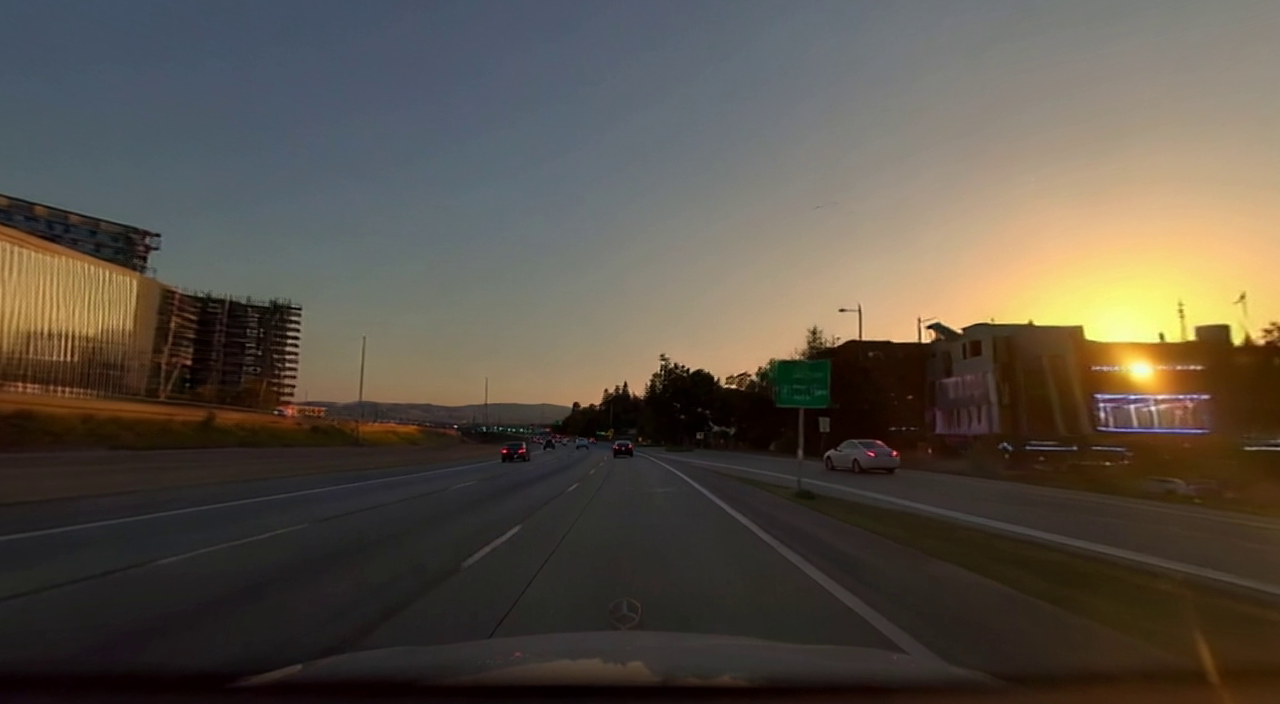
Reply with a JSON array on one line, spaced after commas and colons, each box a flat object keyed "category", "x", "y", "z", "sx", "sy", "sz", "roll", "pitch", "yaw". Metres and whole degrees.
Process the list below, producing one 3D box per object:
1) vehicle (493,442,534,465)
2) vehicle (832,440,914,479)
[{"category": "vehicle", "x": -8.527, "y": 6.880, "z": 43.051, "sx": 2.009, "sy": 1.454, "sz": 4.250, "roll": 0, "pitch": -9, "yaw": -1}, {"category": "vehicle", "x": 11.414, "y": 5.270, "z": 31.300, "sx": 2.023, "sy": 1.782, "sz": 4.193, "roll": 1, "pitch": -9, "yaw": -8}]
